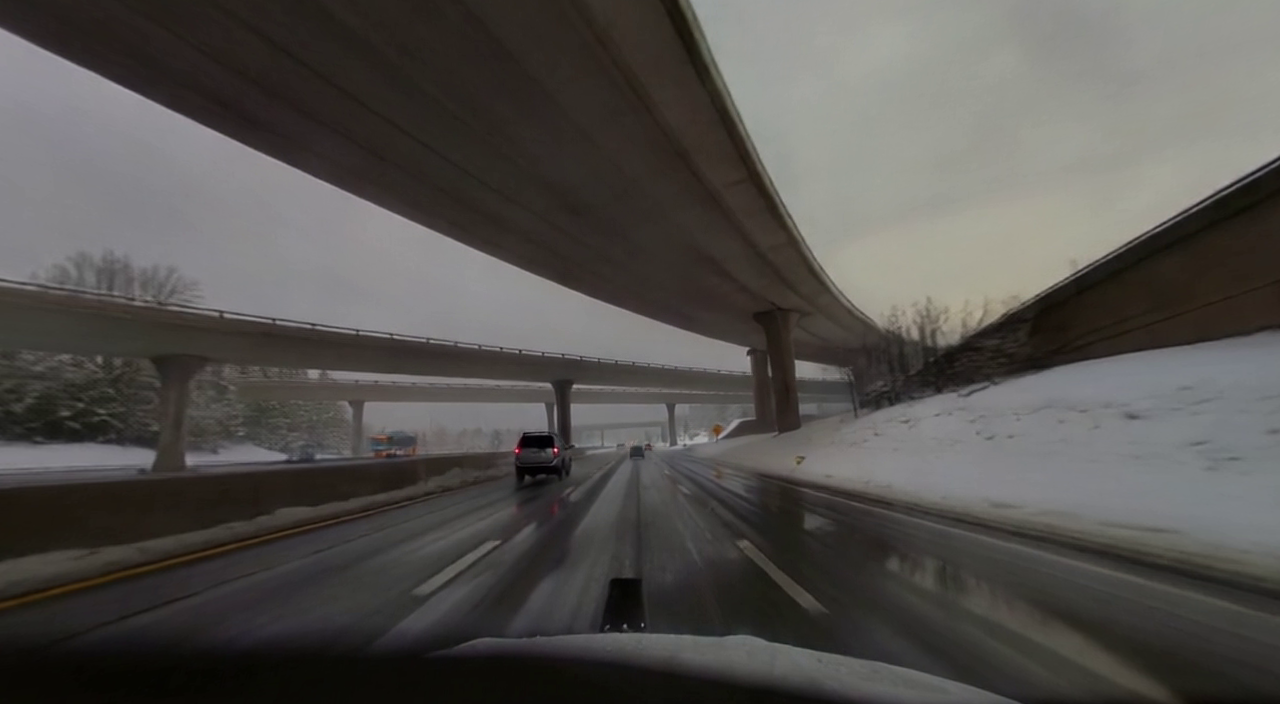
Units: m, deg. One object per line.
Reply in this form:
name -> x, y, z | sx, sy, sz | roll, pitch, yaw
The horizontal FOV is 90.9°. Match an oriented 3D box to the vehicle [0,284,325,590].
vehicle -> -7.532, 1.109, 8.022 | 2.872, 2.890, 7.923 | 0, -8, 0

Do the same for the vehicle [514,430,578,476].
vehicle -> -4.175, 4.576, 28.758 | 2.147, 1.918, 4.834 | 0, -8, 0

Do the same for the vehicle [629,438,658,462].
vehicle -> 0.240, 7.276, 46.958 | 2.052, 1.711, 4.223 | 0, -8, -1
